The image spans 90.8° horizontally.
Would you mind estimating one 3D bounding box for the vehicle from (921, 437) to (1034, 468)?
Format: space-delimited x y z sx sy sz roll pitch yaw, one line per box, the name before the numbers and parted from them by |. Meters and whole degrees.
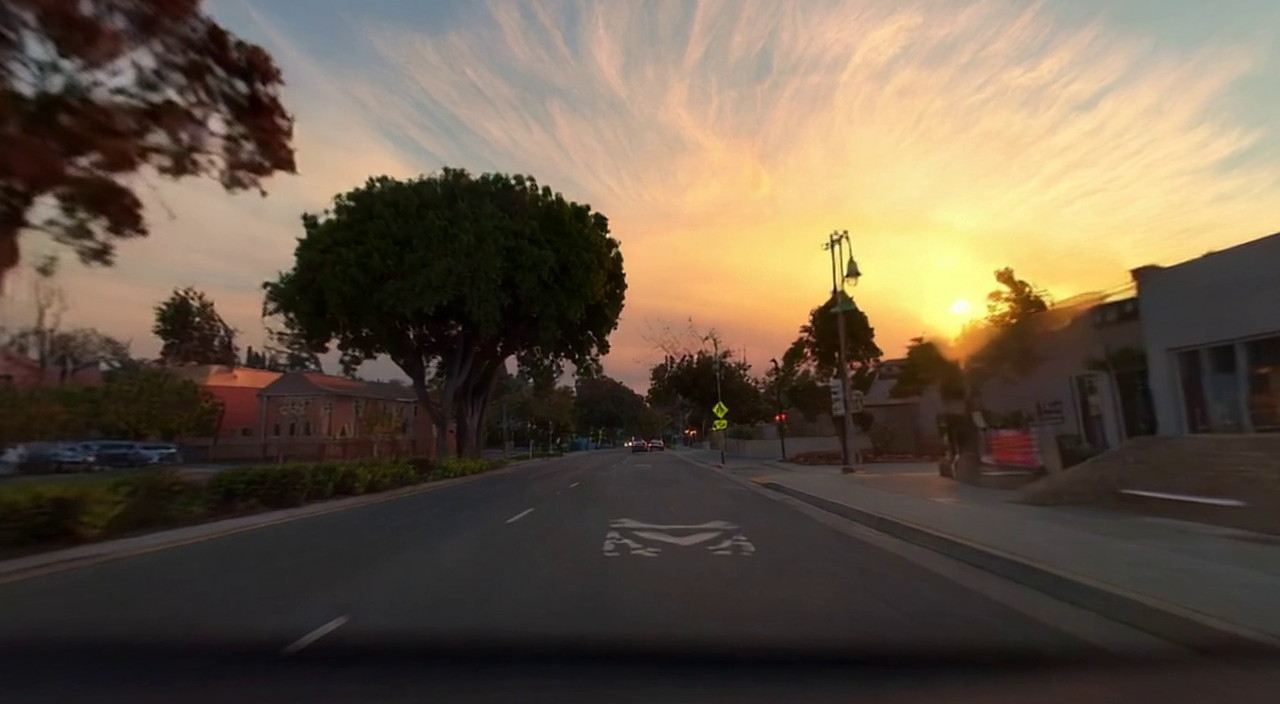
vehicle | 17.125 5.086 32.268 4.563 1.457 2.139 -1 -7 6
